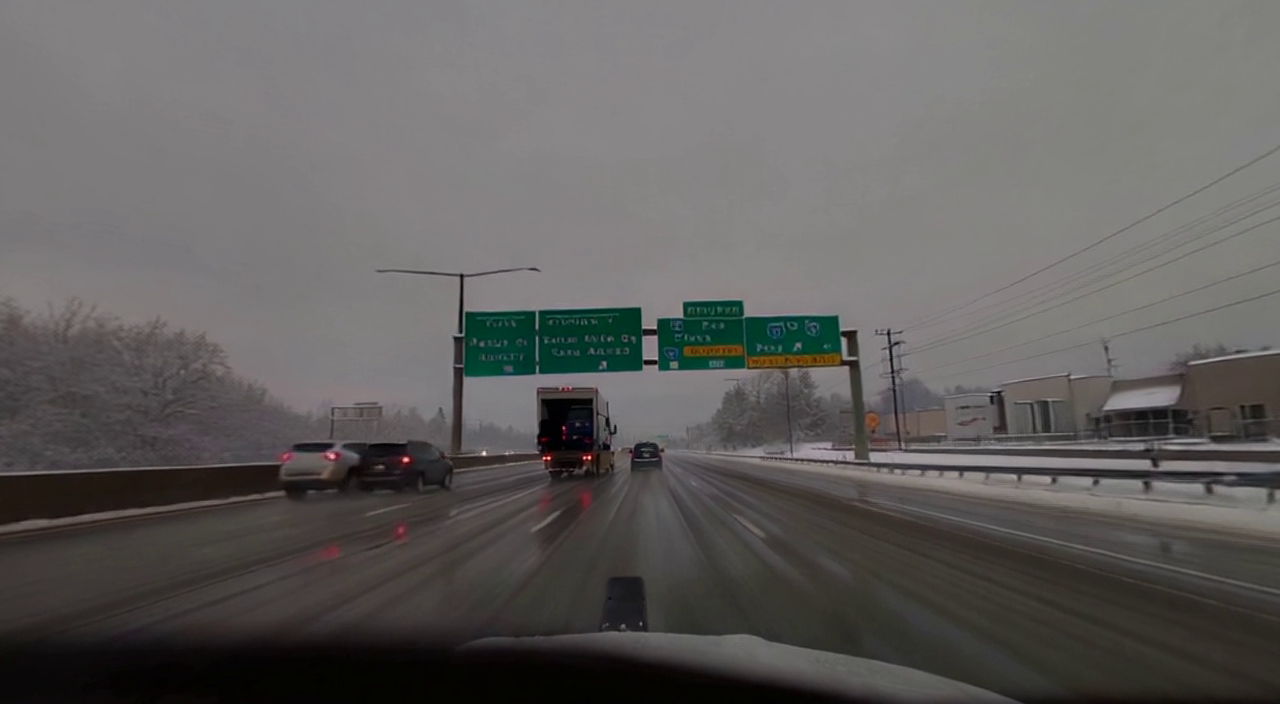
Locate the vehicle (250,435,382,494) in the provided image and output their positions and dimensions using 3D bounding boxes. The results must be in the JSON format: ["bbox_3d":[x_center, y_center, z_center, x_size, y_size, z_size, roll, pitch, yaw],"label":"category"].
[{"bbox_3d":[-10.427,3.627,20.740,1.997,1.692,4.294,0,-8,1],"label":"vehicle"}]

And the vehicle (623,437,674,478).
[{"bbox_3d":[0.386,5.129,30.892,2.279,1.837,4.747,0,-8,0],"label":"vehicle"}]

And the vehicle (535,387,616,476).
[{"bbox_3d":[-3.465,5.061,38.891,2.888,4.308,16.259,0,-8,1],"label":"vehicle"}]

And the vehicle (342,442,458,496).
[{"bbox_3d":[-7.357,3.602,19.851,1.945,1.482,4.109,0,-8,2],"label":"vehicle"}]
